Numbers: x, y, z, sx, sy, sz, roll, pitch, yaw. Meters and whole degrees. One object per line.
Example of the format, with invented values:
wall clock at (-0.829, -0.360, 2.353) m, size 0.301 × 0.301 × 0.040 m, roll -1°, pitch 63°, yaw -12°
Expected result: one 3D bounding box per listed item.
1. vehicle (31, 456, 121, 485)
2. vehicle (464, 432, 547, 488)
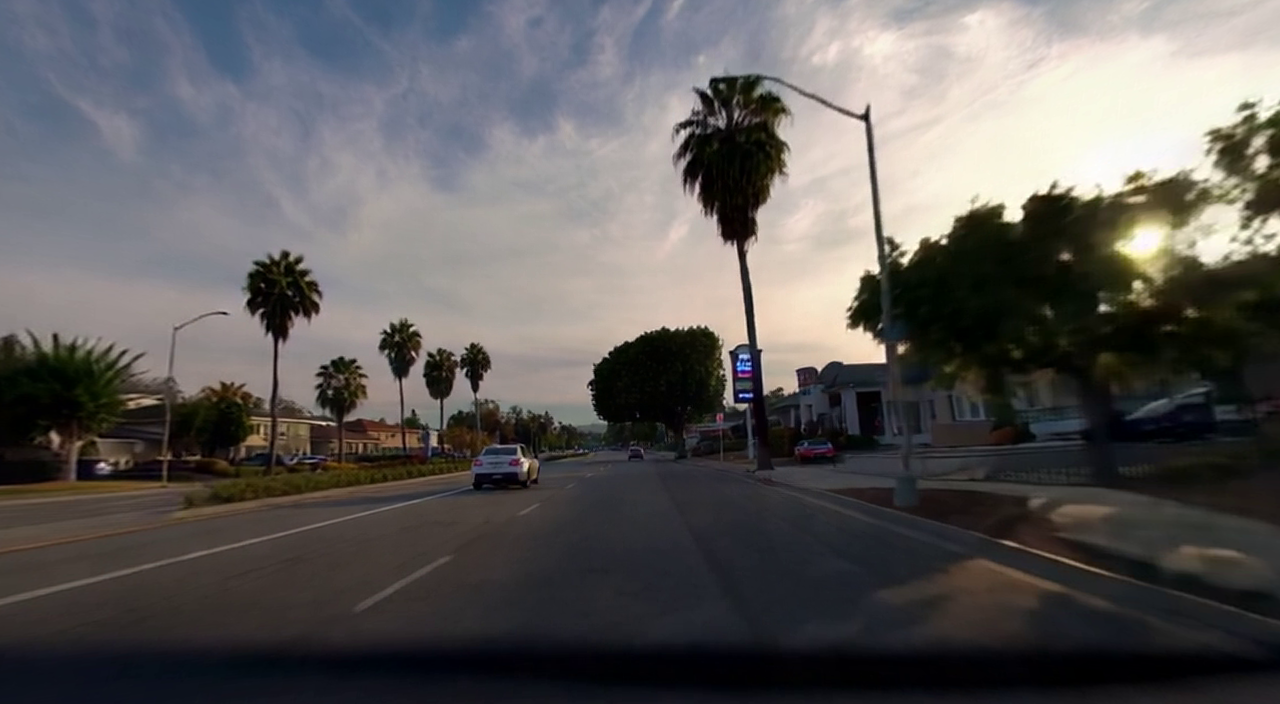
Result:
vehicle at (-34.825, 7.307, 39.014) m, size 1.867 × 1.568 × 4.132 m, roll 1°, pitch -8°, yaw -4°
vehicle at (-4.806, 3.916, 23.234) m, size 2.136 × 1.844 × 4.363 m, roll 0°, pitch -8°, yaw -1°
